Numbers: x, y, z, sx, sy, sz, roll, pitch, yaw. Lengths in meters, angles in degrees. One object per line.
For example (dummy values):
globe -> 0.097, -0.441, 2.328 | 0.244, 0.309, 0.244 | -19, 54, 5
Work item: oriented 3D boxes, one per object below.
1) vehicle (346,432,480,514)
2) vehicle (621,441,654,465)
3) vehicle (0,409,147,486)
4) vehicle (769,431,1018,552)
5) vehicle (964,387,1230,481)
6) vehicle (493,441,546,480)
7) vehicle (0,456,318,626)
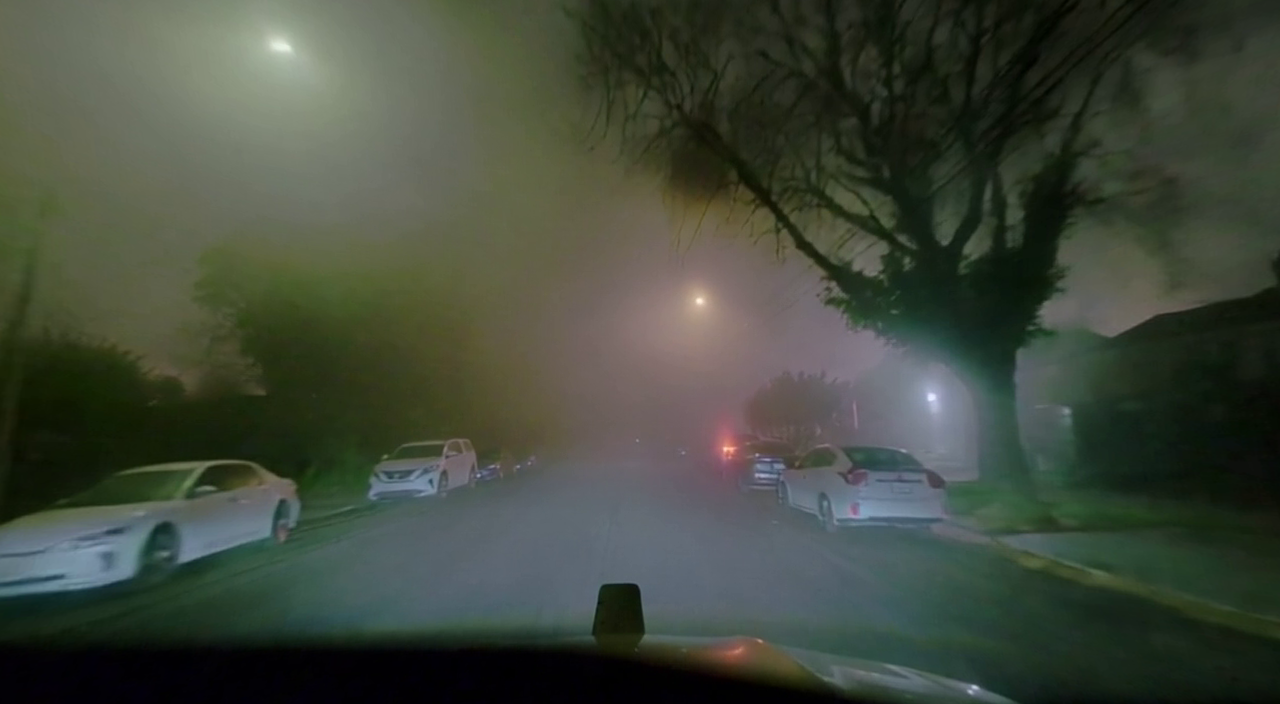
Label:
vehicle -> -6.113, 3.235, 17.754 | 2.115, 1.820, 5.002 | -3, -7, -3
vehicle -> -0.219, 6.633, 41.690 | 2.062, 1.509, 4.305 | 0, -8, -1
vehicle -> -18.864, 2.874, 18.921 | 5.916, 2.146, 2.717 | 4, -11, -28
vehicle -> 3.695, 2.121, 10.434 | 2.039, 1.480, 4.831 | 0, -8, -1
vehicle -> 10.414, 1.885, 14.365 | 5.782, 1.786, 2.233 | 3, -10, -25
vehicle -> -6.238, 5.634, 33.249 | 1.769, 1.572, 4.990 | -4, -6, -1
vehicle -> -6.049, 2.099, 7.892 | 1.951, 1.327, 4.191 | -2, -7, -1
